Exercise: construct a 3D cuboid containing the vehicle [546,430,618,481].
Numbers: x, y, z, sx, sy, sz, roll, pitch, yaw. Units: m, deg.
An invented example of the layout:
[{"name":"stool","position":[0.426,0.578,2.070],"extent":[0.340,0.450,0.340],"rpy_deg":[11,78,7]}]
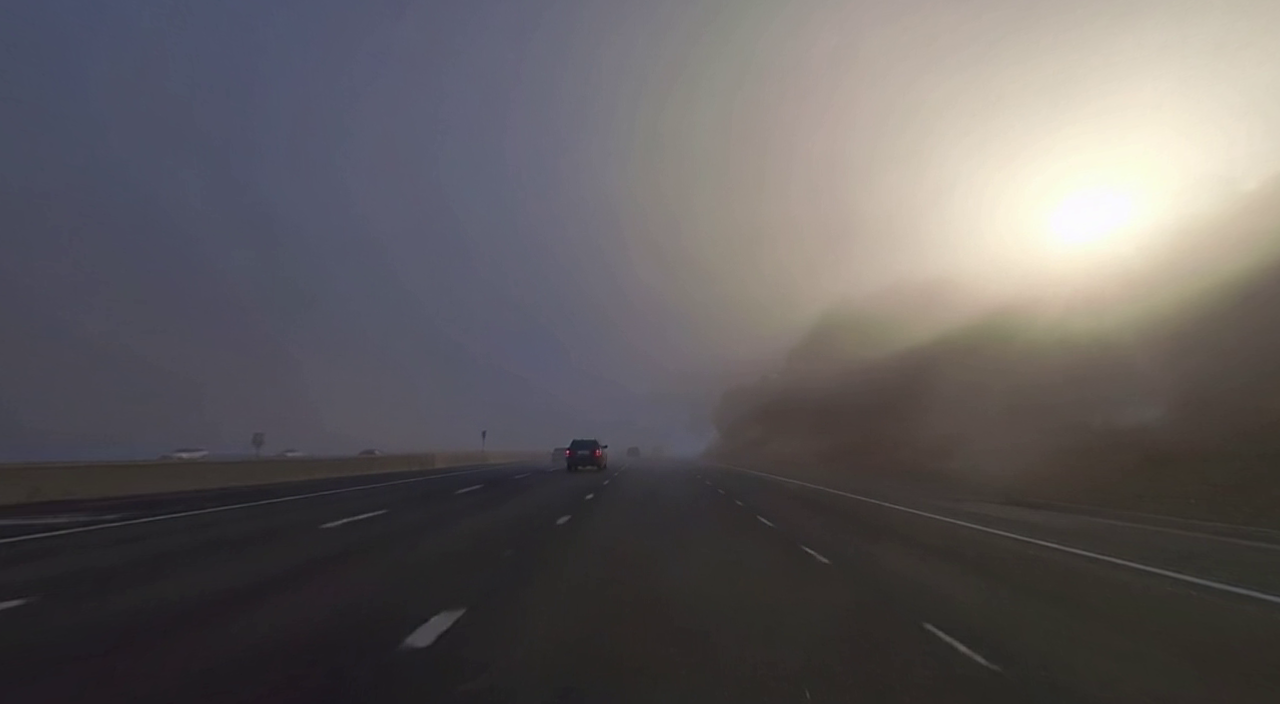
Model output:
[{"name":"vehicle","position":[-2.317,4.334,26.620],"extent":[2.413,1.896,5.218],"rpy_deg":[-1,-8,1]}]
